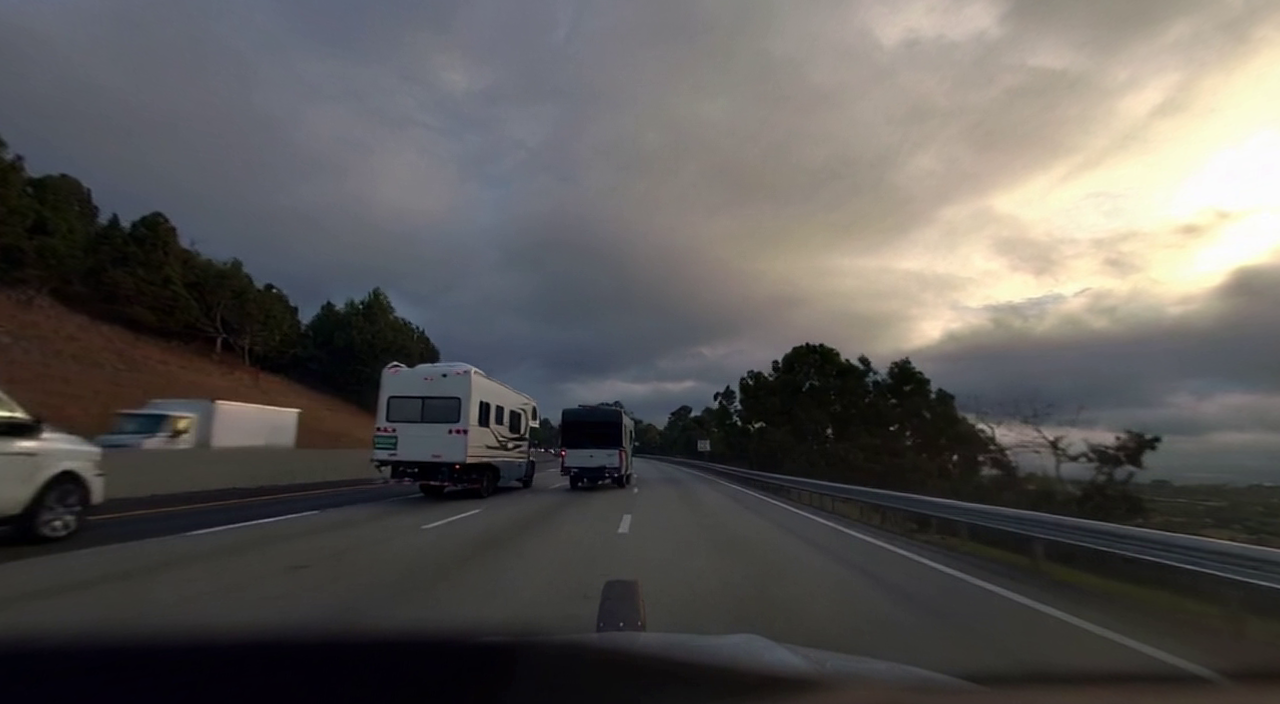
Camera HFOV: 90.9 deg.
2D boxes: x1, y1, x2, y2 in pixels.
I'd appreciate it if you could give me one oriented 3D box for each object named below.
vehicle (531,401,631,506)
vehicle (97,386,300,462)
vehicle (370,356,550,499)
[{"bbox_3d":[-1.491,2.801,17.518,2.331,2.583,3.743,0,-9,1],"label":"vehicle"},{"bbox_3d":[-25.599,4.633,38.075,2.740,3.781,13.067,0,-9,0],"label":"vehicle"},{"bbox_3d":[-6.076,3.214,25.008,2.929,4.010,14.446,0,-9,0],"label":"vehicle"}]
